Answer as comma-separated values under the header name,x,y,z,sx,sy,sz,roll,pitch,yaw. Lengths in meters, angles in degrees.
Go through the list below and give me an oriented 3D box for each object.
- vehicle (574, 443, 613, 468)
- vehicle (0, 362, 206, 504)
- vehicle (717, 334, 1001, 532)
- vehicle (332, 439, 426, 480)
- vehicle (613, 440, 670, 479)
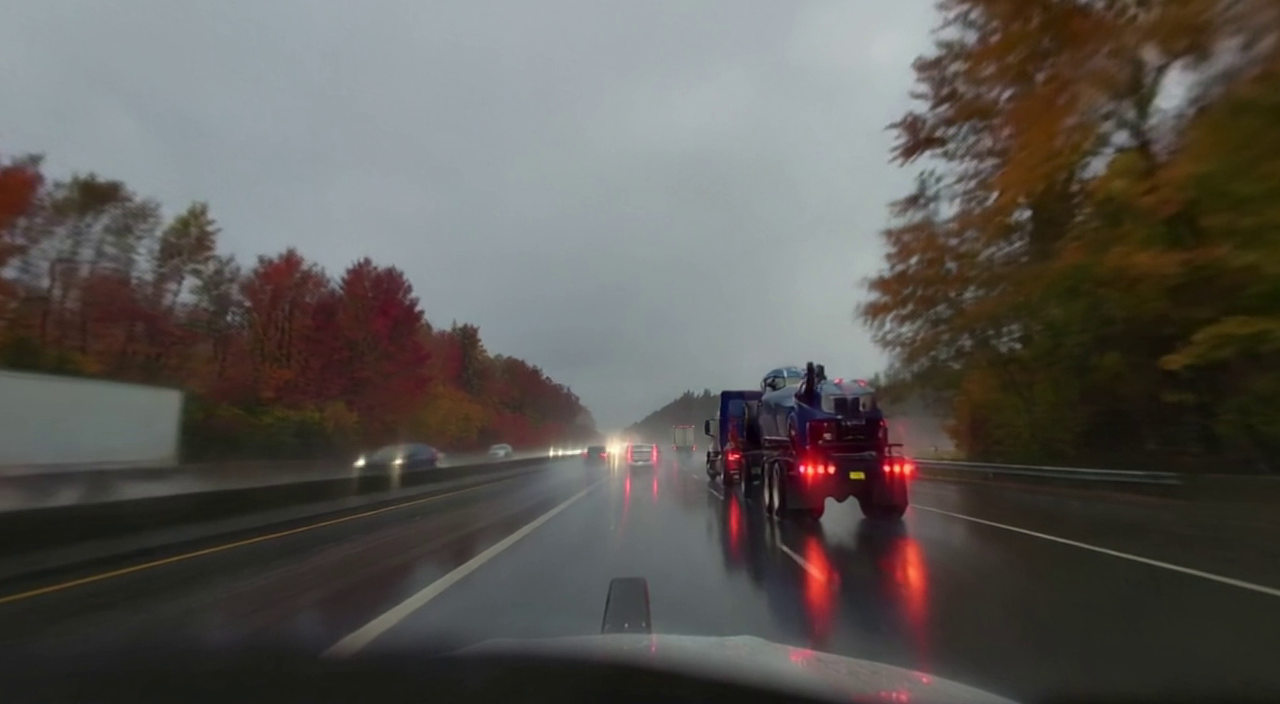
name,x,y,z,sx,sy,sz,roll,pitch,yaw
vehicle,-2.752,6.198,37.860,1.928,1.464,3.706,0,-8,2
vehicle,-18.542,2.696,20.444,2.838,3.779,7.955,0,-8,2
vehicle,4.386,2.269,16.964,3.150,3.257,13.098,0,-8,1
vehicle,-10.598,4.371,25.919,1.948,1.535,4.152,-1,-8,3
vehicle,0.125,4.407,26.104,2.152,1.484,4.211,0,-8,2
